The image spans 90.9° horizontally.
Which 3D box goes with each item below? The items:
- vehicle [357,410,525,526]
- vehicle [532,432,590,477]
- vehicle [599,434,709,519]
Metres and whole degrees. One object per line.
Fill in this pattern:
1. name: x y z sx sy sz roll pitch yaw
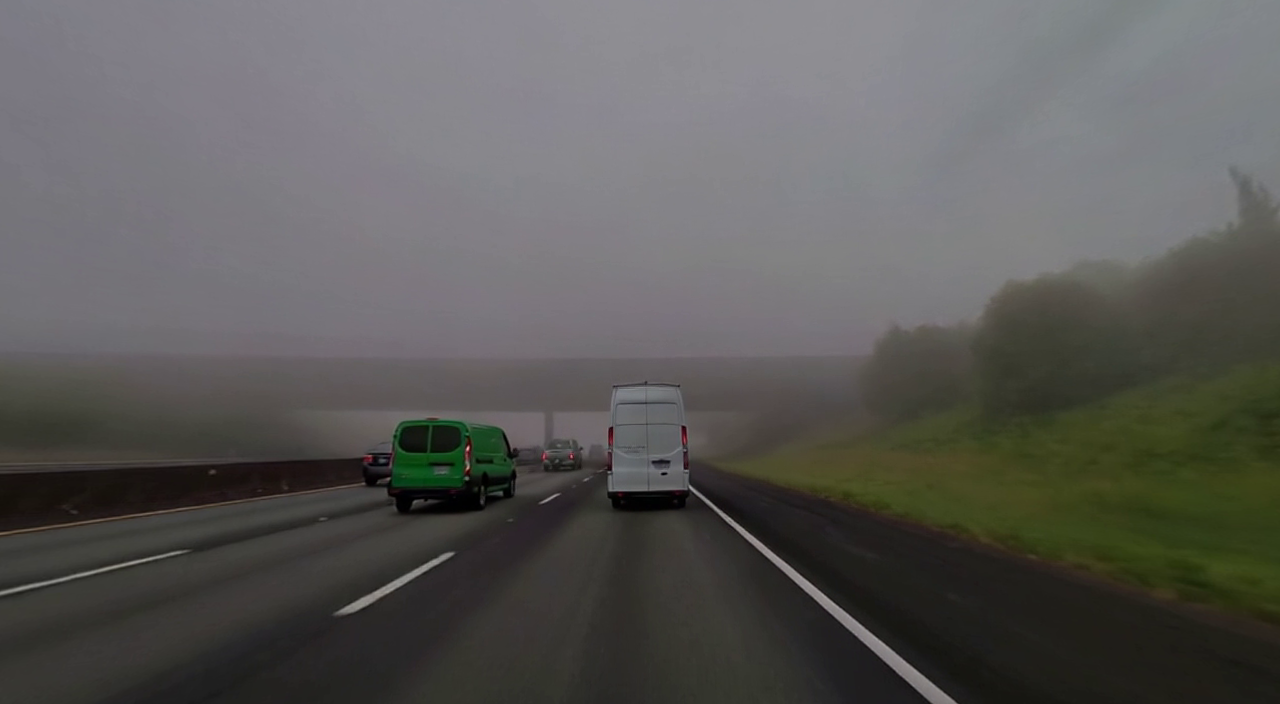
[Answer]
1. vehicle: -3.639 2.211 12.397 1.951 1.882 3.979 0 -9 0
2. vehicle: -3.474 4.636 28.560 2.068 1.862 4.234 0 -9 0
3. vehicle: 0.239 2.522 13.147 1.991 1.507 3.391 0 -9 0
